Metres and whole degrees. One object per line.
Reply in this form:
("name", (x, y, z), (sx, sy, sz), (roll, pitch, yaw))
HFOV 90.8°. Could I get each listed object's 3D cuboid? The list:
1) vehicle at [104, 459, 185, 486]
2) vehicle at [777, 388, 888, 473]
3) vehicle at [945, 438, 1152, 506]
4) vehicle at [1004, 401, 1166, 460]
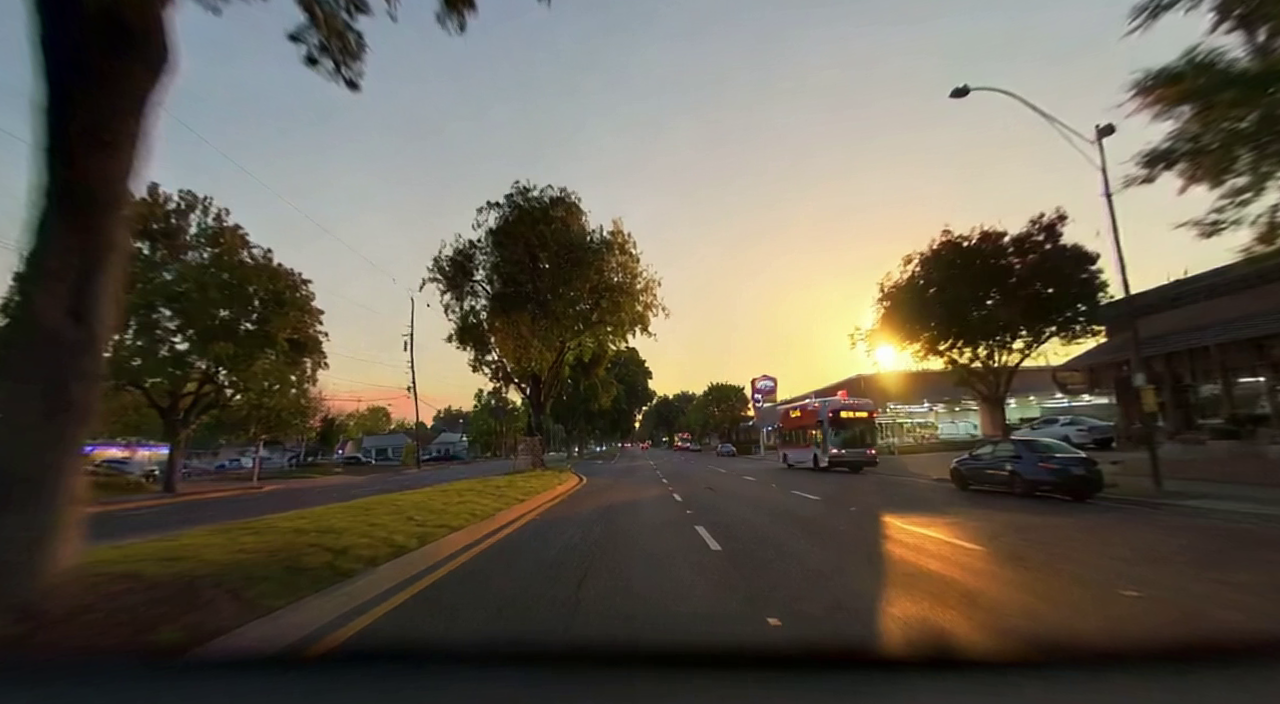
("vehicle", (-33.602, 8.157, 42.995), (1.863, 1.646, 4.565), (0, -8, -1))
("vehicle", (9.775, 4.215, 33.387), (3.017, 3.888, 8.508), (0, -8, -1))
("vehicle", (10.054, 2.966, 16.168), (2.009, 1.451, 4.832), (0, -8, -1))
("vehicle", (20.385, 3.700, 29.369), (5.637, 2.480, 2.521), (-4, -9, 26))
